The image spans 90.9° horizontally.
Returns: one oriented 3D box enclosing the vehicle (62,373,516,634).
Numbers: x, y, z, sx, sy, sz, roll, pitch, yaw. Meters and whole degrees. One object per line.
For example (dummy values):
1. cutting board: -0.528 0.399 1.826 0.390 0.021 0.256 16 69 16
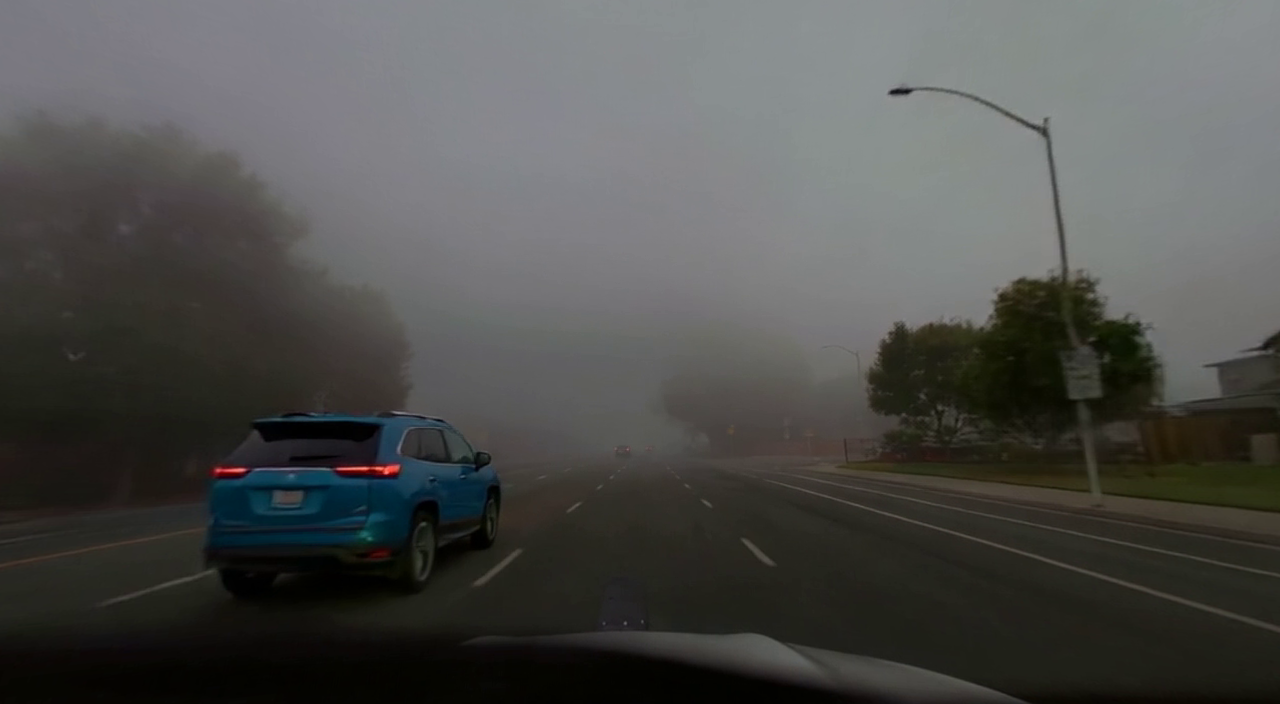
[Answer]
1. vehicle: -2.984 1.427 6.957 2.179 1.851 4.756 0 -8 1
